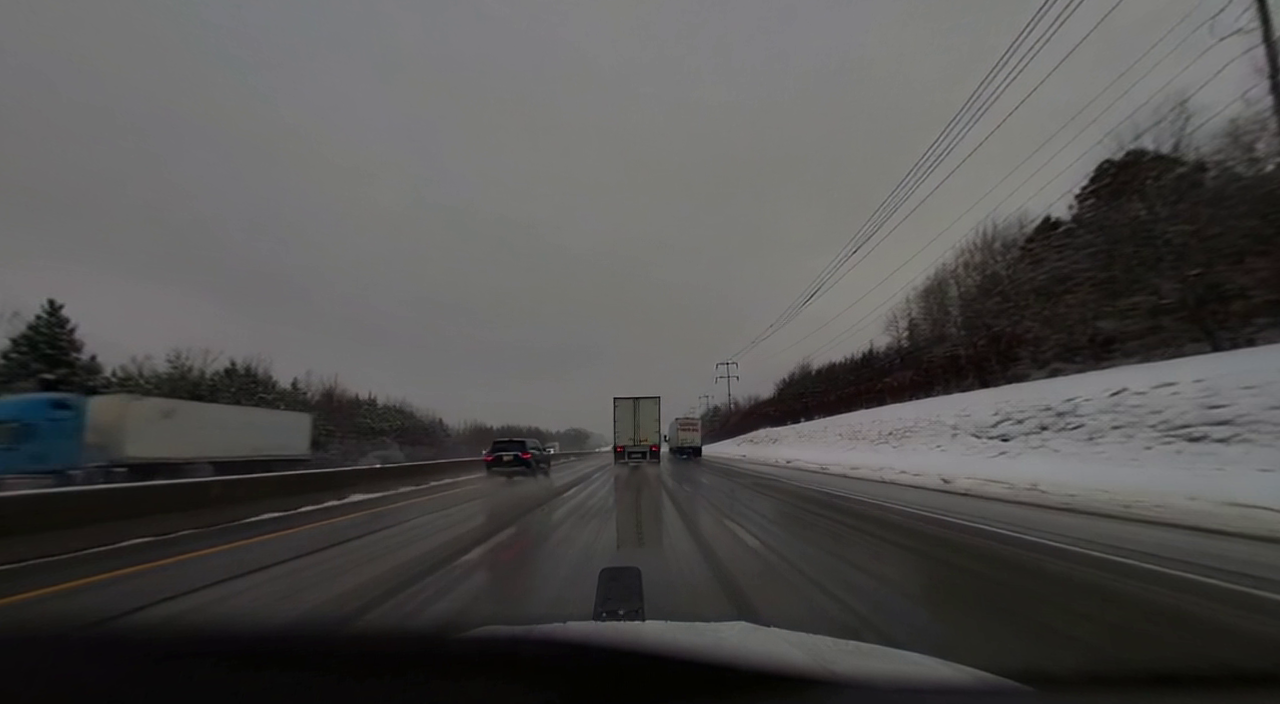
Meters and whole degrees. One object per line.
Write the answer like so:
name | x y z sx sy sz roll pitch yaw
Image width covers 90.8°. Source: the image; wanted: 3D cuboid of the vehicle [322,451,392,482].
vehicle | -15.273 6.191 34.336 1.867 1.518 4.106 0 -9 0

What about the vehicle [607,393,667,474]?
vehicle | -0.129 4.897 36.992 2.985 4.025 10.982 0 -9 0

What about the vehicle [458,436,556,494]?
vehicle | -4.171 3.630 20.645 2.170 1.657 4.573 0 -9 1

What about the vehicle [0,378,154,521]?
vehicle | -19.767 3.151 20.436 2.983 4.049 5.976 0 -9 0
